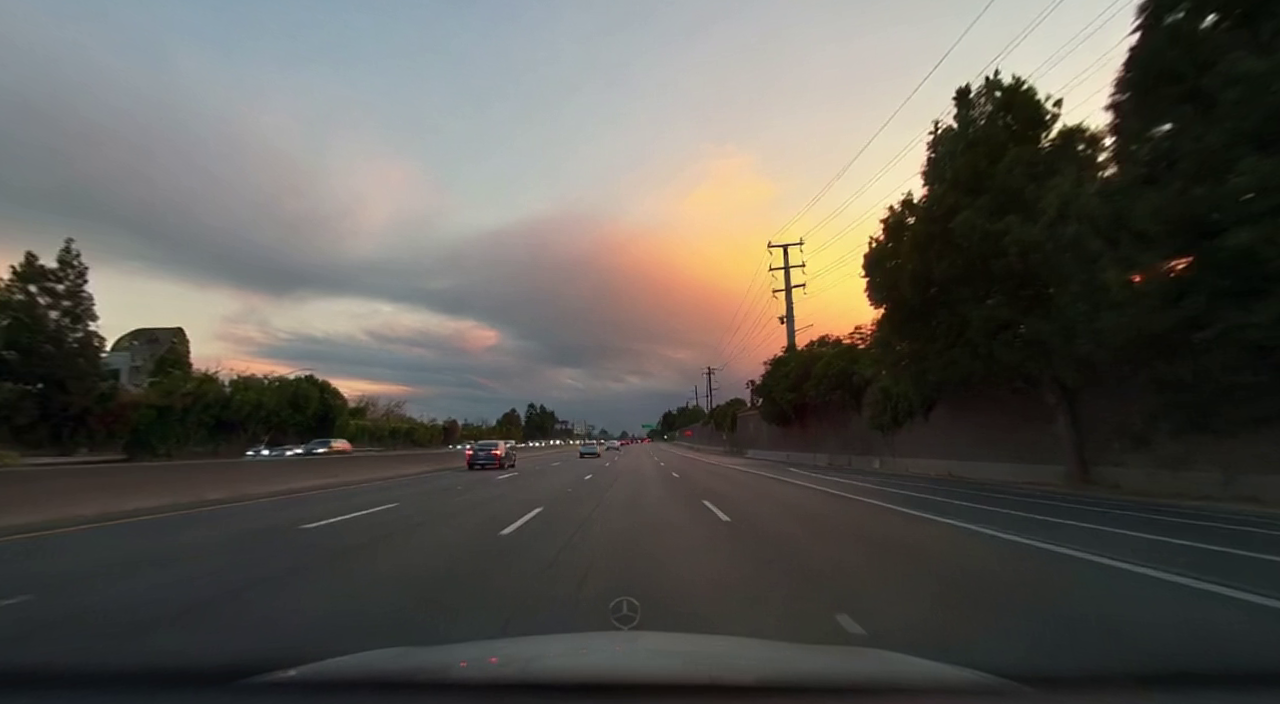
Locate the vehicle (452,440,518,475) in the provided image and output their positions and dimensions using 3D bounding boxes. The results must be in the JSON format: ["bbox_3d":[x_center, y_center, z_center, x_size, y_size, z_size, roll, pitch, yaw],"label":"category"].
[{"bbox_3d":[-7.445,5.134,30.700,2.034,1.563,4.476,0,-9,1],"label":"vehicle"}]

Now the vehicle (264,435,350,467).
[{"bbox_3d":[-21.635,6.495,41.251,2.357,1.929,5.744,0,-9,1],"label":"vehicle"}]
